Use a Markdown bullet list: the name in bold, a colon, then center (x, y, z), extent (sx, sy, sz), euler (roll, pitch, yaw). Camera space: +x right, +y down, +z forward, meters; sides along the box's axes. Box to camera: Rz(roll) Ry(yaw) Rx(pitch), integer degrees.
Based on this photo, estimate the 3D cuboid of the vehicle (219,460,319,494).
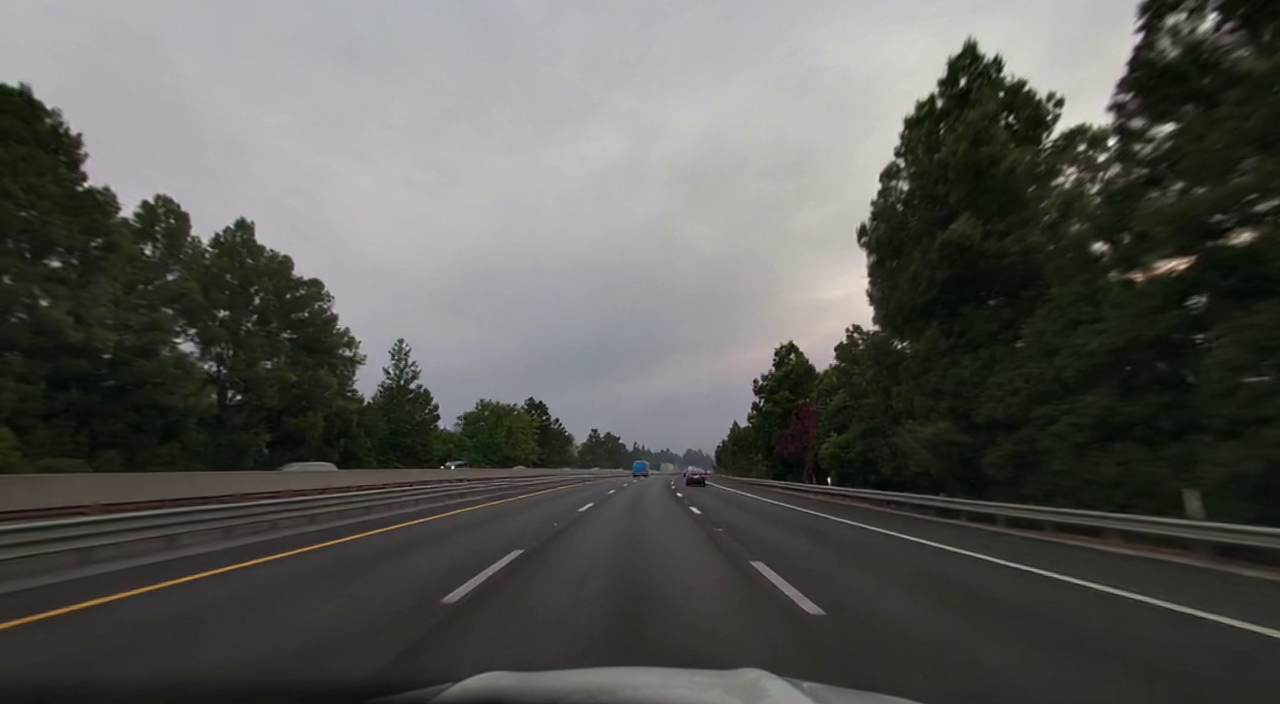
- **vehicle**: center (-16.891, 5.711, 28.990), extent (1.979, 1.390, 4.241), euler (0, -10, 0)
